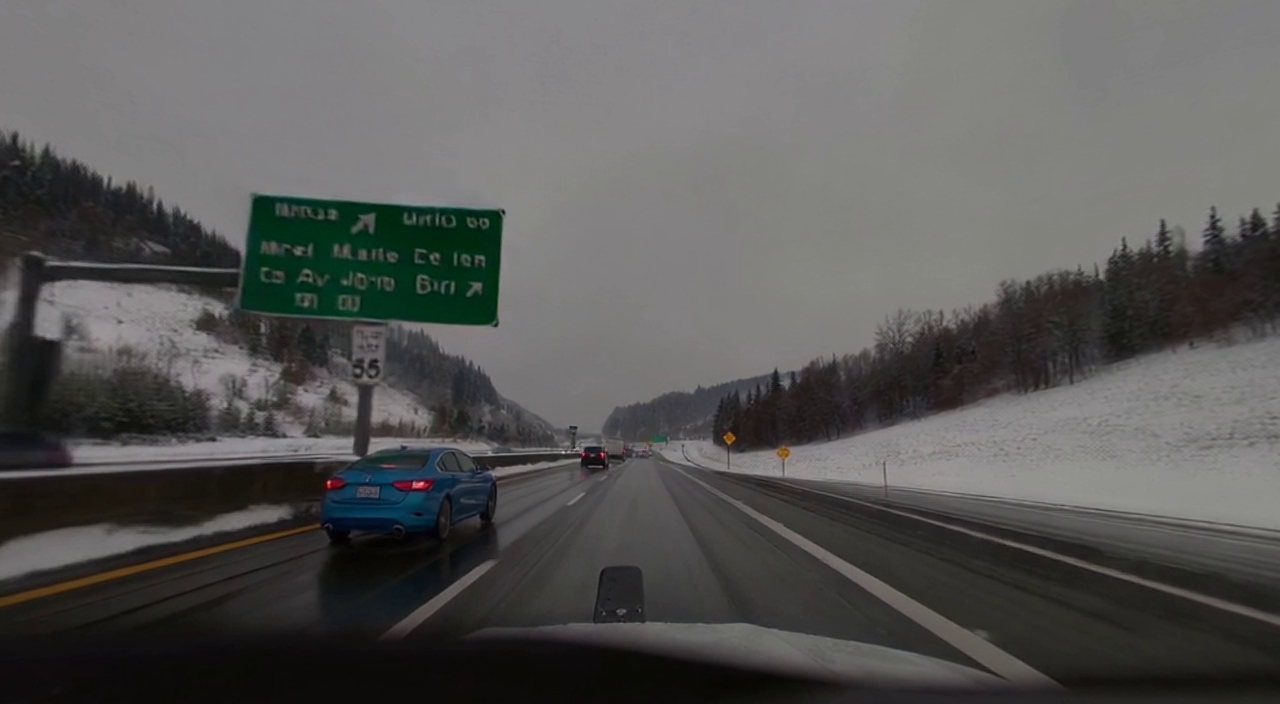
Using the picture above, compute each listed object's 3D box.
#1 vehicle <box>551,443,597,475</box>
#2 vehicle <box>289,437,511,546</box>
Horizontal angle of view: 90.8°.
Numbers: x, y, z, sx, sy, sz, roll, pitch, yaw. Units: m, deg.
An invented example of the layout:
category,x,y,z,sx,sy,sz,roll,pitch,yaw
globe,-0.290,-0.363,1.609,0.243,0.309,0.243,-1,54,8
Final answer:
category,x,y,z,sx,sy,sz,roll,pitch,yaw
vehicle,-3.655,6.002,35.639,2.073,1.694,4.162,0,-9,1
vehicle,-3.691,2.223,10.776,1.988,1.440,4.504,0,-9,0
